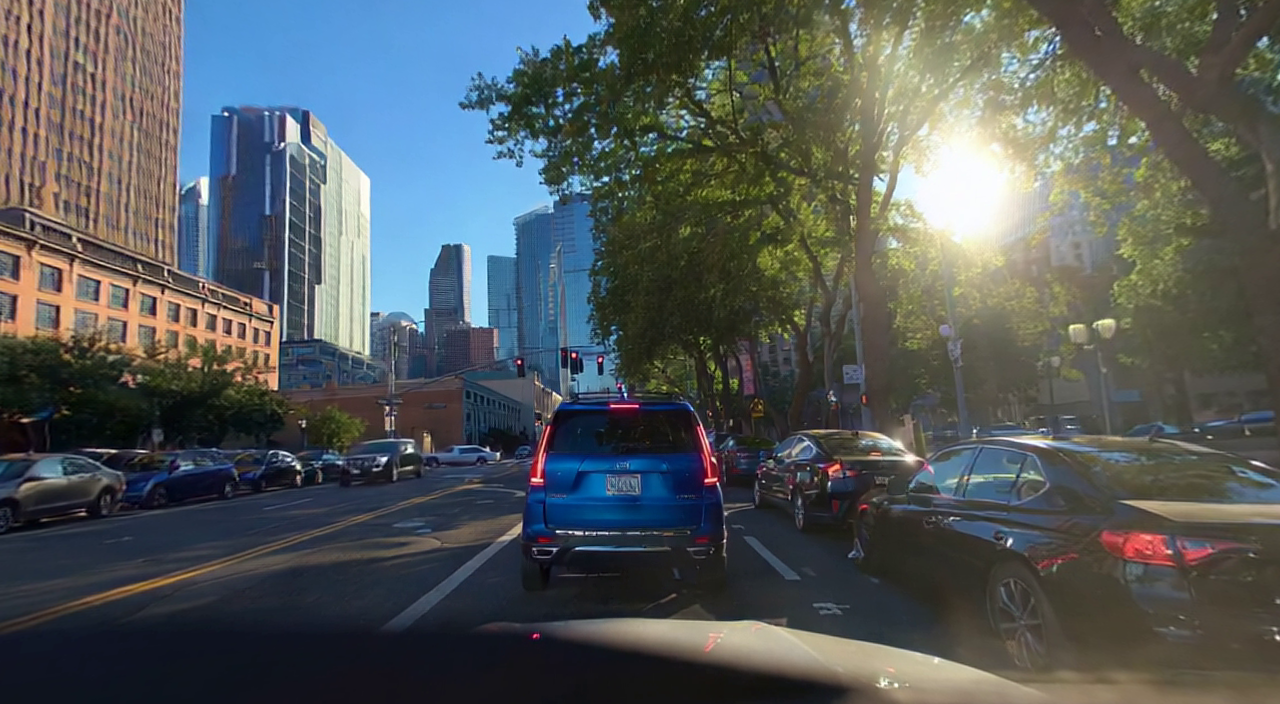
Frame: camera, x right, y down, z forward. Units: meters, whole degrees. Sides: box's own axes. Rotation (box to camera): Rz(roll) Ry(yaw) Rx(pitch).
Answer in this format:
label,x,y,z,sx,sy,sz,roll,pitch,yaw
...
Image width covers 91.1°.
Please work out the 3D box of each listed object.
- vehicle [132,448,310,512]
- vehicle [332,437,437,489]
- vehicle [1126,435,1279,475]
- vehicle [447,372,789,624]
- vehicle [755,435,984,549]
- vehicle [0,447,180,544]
label,x,y,z,sx,sy,sz,roll,pitch,yaw
vehicle,-12.453,3.787,19.170,2.207,1.648,4.675,0,-8,-1
vehicle,-9.174,4.006,23.008,2.054,1.722,4.292,0,-8,-1
vehicle,22.169,4.048,24.965,4.055,1.469,1.848,-4,-9,25
vehicle,-0.153,1.362,6.760,2.453,1.816,4.300,0,-8,0
vehicle,3.298,2.082,10.079,2.056,1.422,4.130,0,-8,-1
vehicle,-12.534,2.913,13.464,1.891,1.723,4.360,0,-8,1
